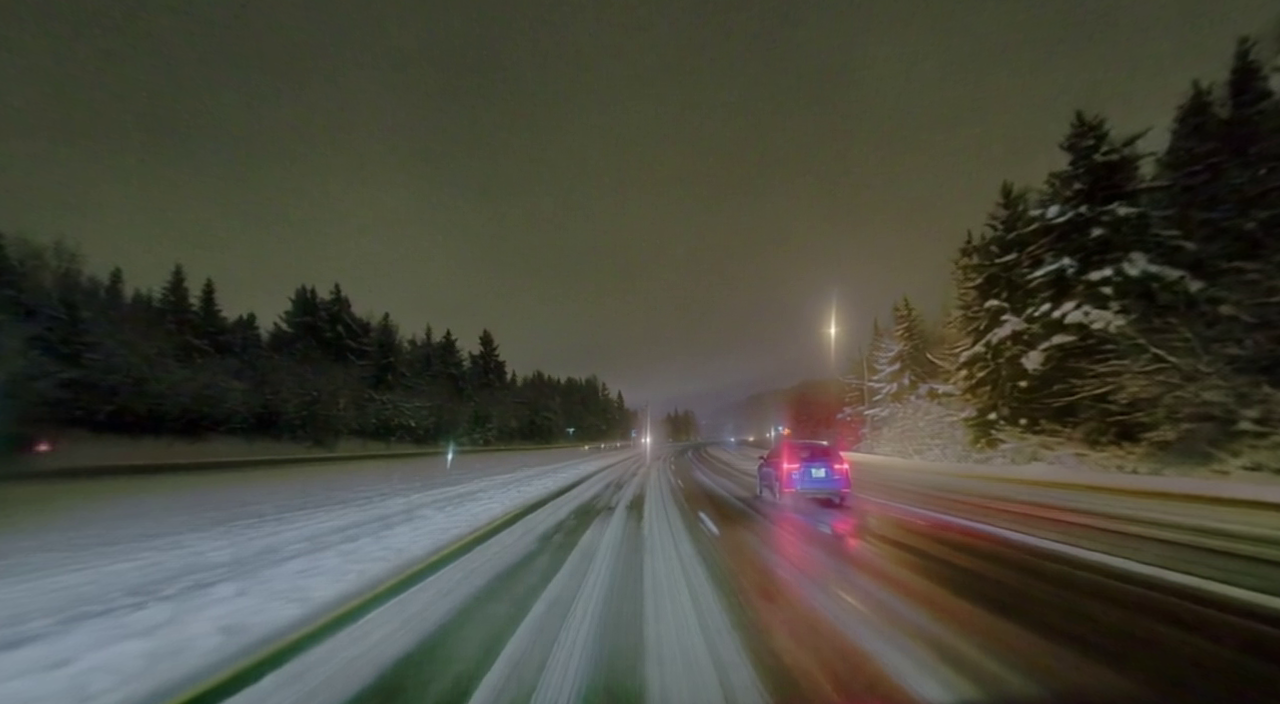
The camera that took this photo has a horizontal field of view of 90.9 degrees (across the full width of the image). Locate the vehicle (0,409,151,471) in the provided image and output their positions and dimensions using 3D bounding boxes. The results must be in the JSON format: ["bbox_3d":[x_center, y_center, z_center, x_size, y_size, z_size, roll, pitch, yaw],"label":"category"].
[{"bbox_3d":[-38.585,5.709,40.649,2.819,3.585,13.768,-1,-8,2],"label":"vehicle"}]

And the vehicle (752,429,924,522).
[{"bbox_3d":[3.721,2.394,12.823,2.050,1.546,4.344,0,-8,0],"label":"vehicle"}]
